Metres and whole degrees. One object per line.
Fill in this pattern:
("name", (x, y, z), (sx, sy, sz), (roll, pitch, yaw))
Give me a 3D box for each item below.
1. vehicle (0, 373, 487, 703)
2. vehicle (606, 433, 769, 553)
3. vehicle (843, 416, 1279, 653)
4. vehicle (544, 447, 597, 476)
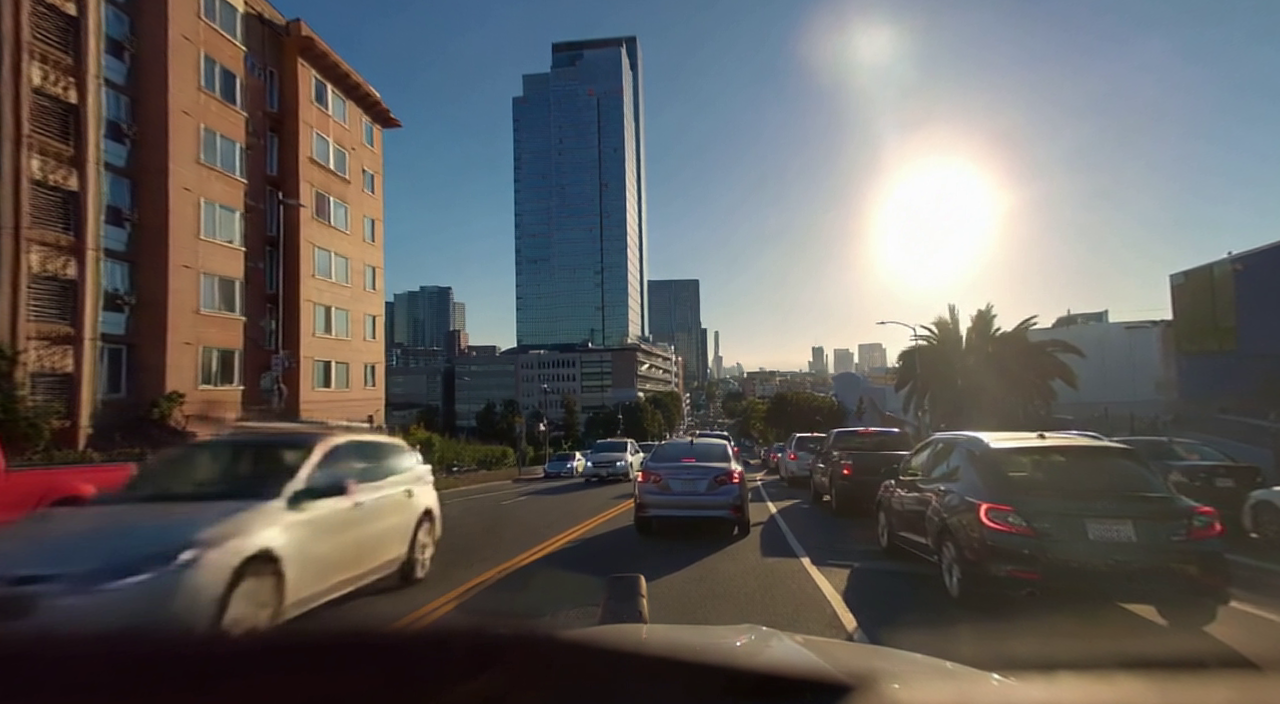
("vehicle", (-3.180, 1.312, 5.667), (2.030, 1.730, 4.453), (-1, -8, 7))
("vehicle", (0.839, 2.035, 9.822), (2.031, 1.461, 3.763), (-1, -8, 8))
("vehicle", (3.433, 1.496, 6.305), (1.982, 1.510, 4.144), (-1, -8, 8))
("vehicle", (-3.798, 6.099, 35.347), (1.930, 1.480, 4.174), (-1, -8, 9))
